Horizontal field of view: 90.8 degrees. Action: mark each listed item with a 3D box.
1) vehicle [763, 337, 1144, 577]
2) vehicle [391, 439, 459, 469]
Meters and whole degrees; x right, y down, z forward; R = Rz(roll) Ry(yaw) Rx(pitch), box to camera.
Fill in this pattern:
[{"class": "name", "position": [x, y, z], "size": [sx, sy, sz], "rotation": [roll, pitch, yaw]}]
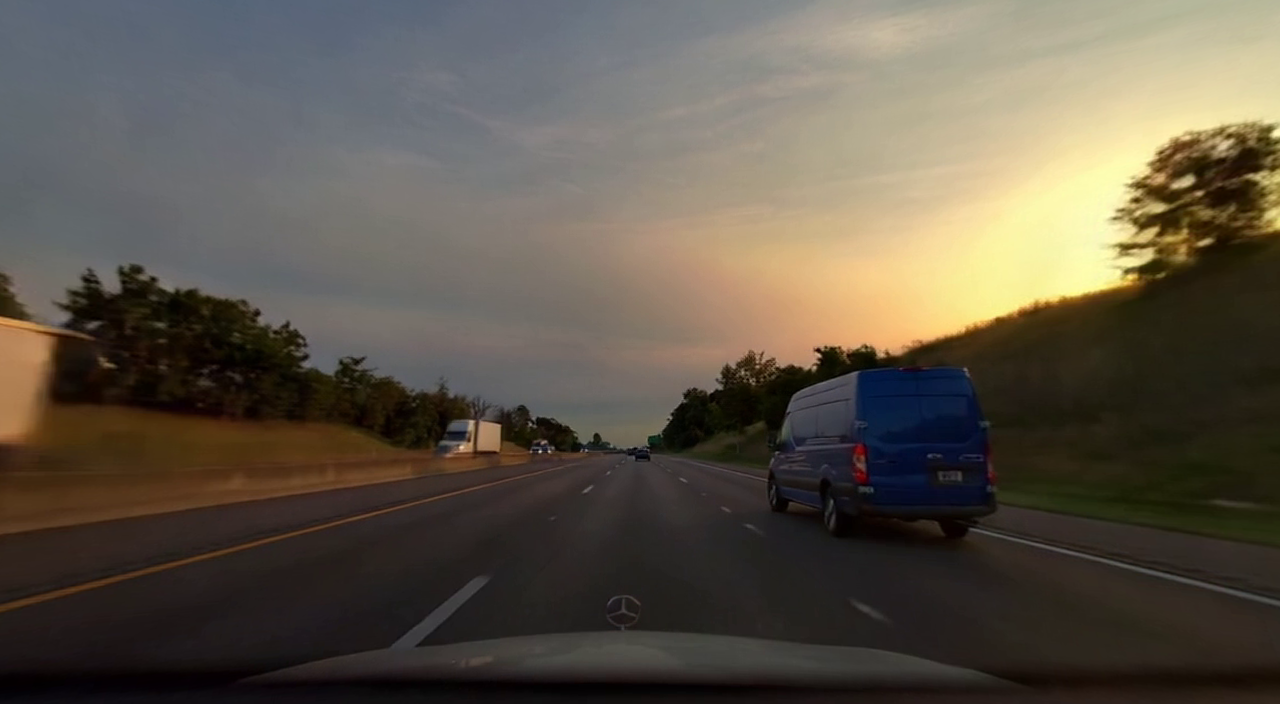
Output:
[{"class": "vehicle", "position": [3.939, 1.590, 10.013], "size": [2.552, 2.524, 6.630], "rotation": [0, -9, 0]}, {"class": "vehicle", "position": [-11.453, 5.476, 33.930], "size": [2.166, 1.484, 4.185], "rotation": [0, -9, 0]}]
